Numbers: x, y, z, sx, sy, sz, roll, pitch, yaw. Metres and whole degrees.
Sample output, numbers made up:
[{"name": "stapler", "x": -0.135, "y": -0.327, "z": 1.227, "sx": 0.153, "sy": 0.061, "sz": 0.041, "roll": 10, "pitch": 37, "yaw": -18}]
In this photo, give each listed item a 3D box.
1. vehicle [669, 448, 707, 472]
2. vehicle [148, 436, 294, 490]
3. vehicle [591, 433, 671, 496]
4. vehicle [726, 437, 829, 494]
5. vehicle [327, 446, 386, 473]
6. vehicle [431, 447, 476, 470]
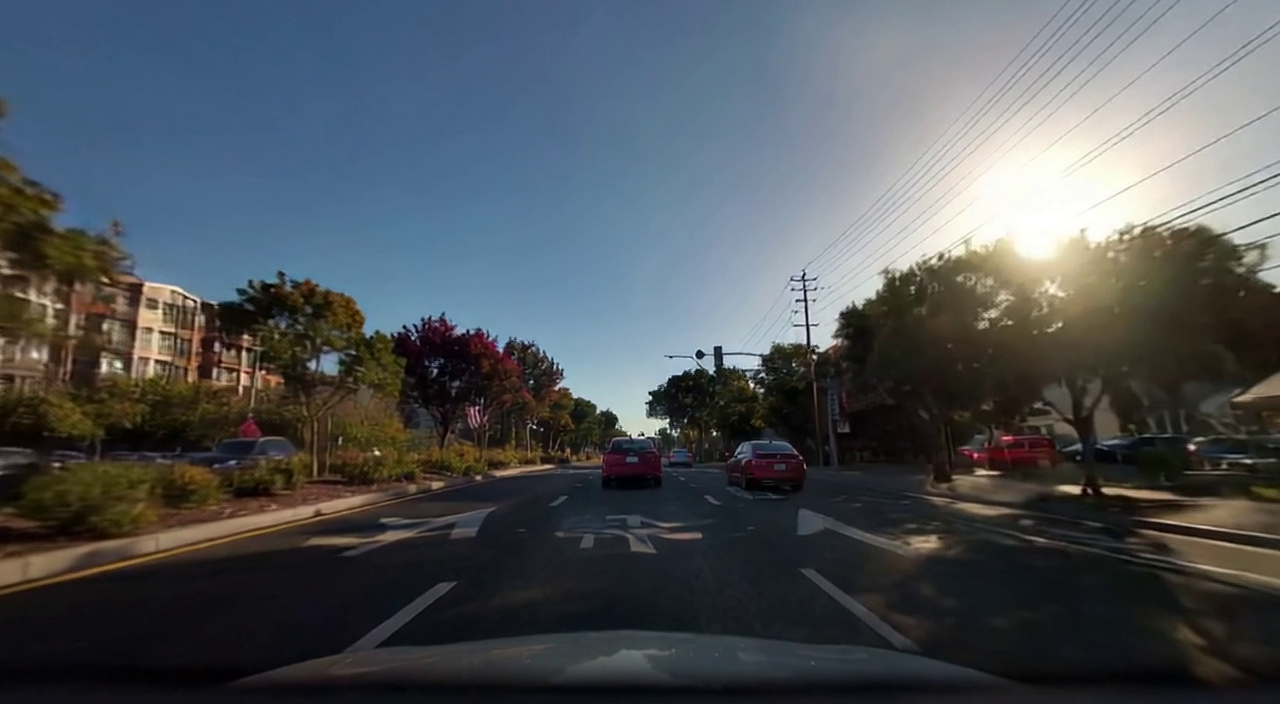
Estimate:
[{"name": "vehicle", "x": 3.077, "y": 7.002, "z": 41.289, "sx": 2.054, "sy": 1.461, "sz": 4.321, "roll": 0, "pitch": -8, "yaw": -1}, {"name": "vehicle", "x": -14.330, "y": 3.809, "z": 21.993, "sx": 2.064, "sy": 1.676, "sz": 4.332, "roll": 0, "pitch": -9, "yaw": 0}, {"name": "vehicle", "x": -0.280, "y": 3.208, "z": 18.415, "sx": 2.073, "sy": 1.606, "sz": 3.933, "roll": 0, "pitch": -8, "yaw": -1}, {"name": "vehicle", "x": 4.050, "y": 3.422, "z": 19.480, "sx": 2.086, "sy": 1.534, "sz": 4.351, "roll": 0, "pitch": -8, "yaw": -2}, {"name": "vehicle", "x": -18.709, "y": 7.089, "z": 41.935, "sx": 2.006, "sy": 1.690, "sz": 4.548, "roll": 0, "pitch": -9, "yaw": -3}, {"name": "vehicle", "x": -14.237, "y": 8.115, "z": 48.464, "sx": 2.019, "sy": 1.696, "sz": 4.583, "roll": 0, "pitch": -9, "yaw": 0}]
